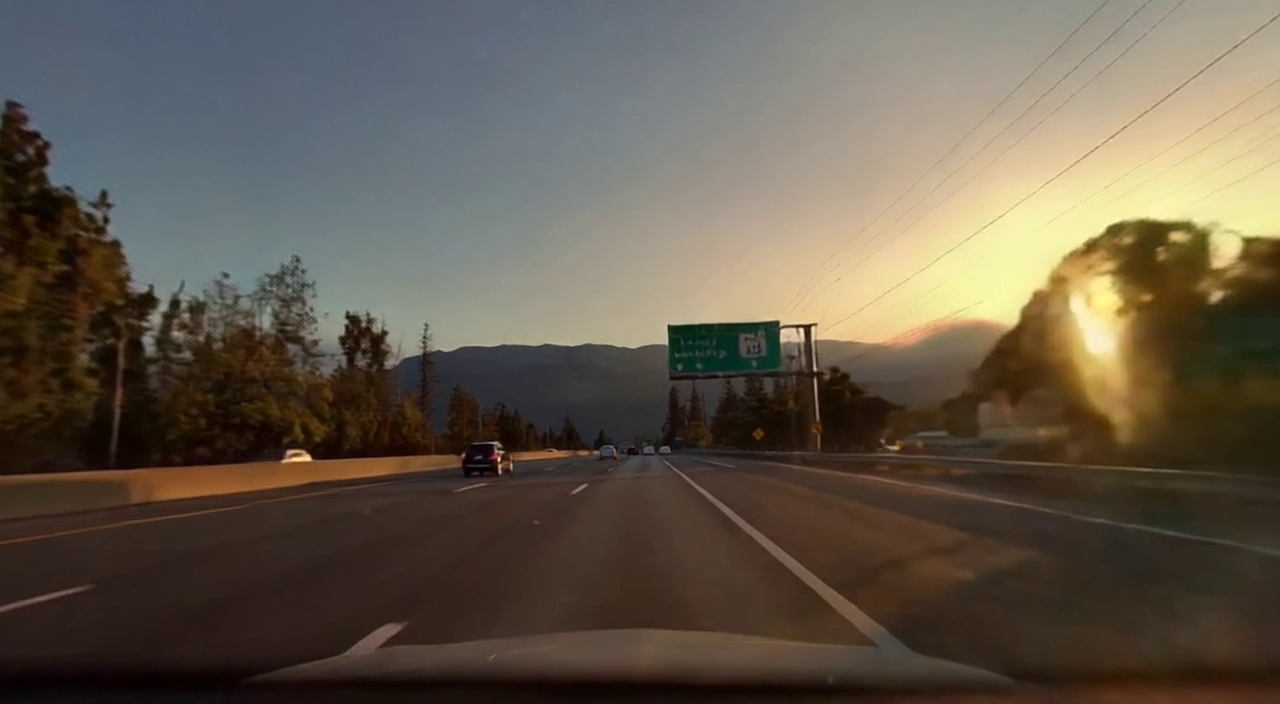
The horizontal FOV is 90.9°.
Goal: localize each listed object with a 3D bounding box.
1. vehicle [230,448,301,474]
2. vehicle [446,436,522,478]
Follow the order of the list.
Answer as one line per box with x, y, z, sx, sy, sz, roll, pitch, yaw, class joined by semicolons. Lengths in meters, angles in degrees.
-25.209;7.351;42.632;1.869;1.569;4.717;0;-8;0;vehicle
-7.009;4.759;28.898;2.118;1.696;4.836;-1;-8;2;vehicle
